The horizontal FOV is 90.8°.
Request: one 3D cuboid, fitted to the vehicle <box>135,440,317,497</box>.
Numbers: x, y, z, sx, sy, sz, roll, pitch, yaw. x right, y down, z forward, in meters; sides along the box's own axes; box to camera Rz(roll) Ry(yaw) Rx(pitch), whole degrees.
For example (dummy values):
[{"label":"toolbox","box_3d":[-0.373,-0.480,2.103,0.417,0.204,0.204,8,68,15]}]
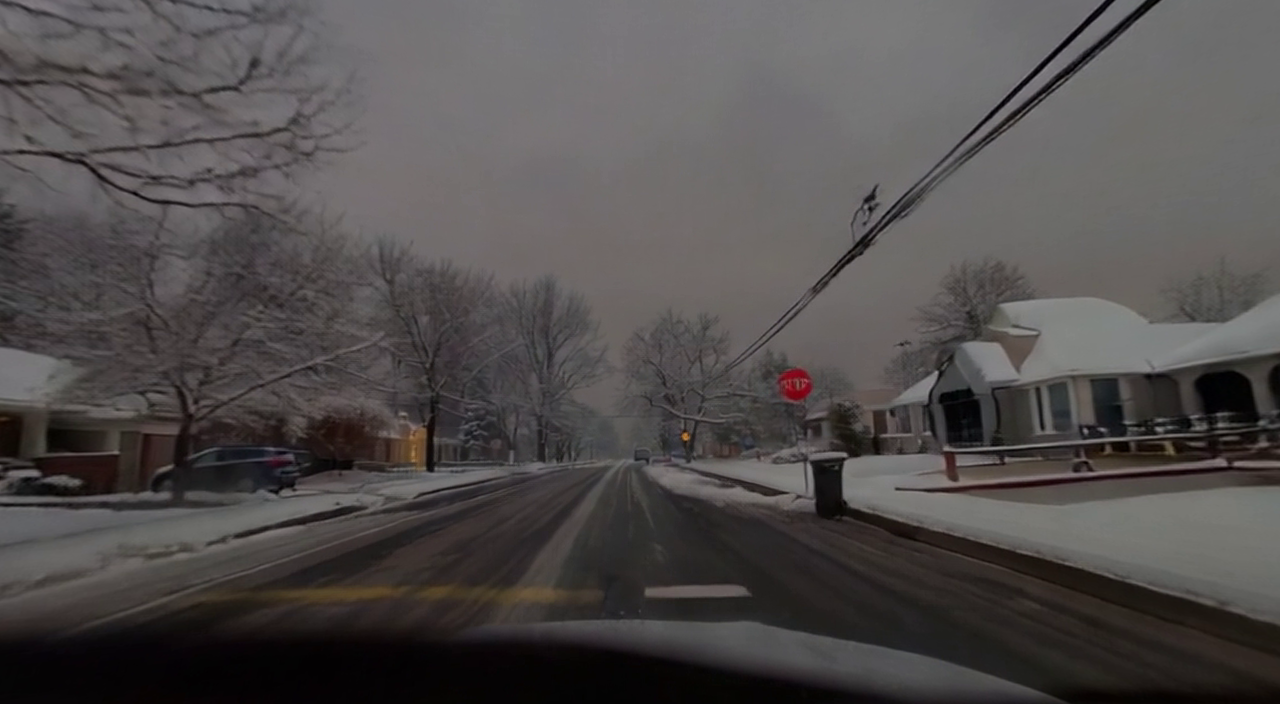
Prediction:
[{"label":"vehicle","box_3d":[-14.339,4.047,22.143,4.809,1.865,2.093,0,-9,-2]}]
